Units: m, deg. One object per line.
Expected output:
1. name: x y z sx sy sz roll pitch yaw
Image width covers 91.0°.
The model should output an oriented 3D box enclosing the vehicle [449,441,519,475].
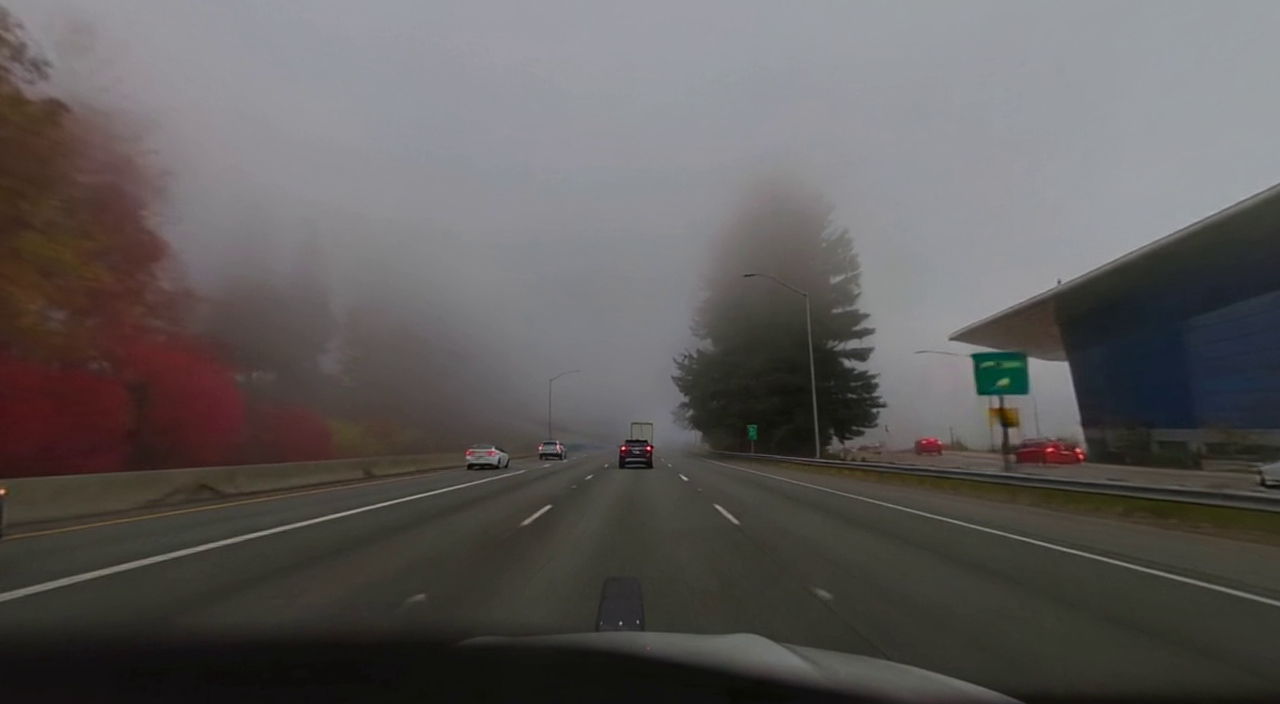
1. vehicle: -7.314 5.004 30.019 2.074 1.495 4.643 0 -9 1

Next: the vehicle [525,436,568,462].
1. vehicle: -7.192 7.609 49.340 2.328 1.927 5.880 0 -9 1

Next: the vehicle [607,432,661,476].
1. vehicle: -0.241 4.651 28.916 2.245 1.863 4.801 0 -9 0

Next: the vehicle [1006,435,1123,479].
1. vehicle: 17.683 4.383 26.567 2.019 1.657 4.582 -1 -9 5

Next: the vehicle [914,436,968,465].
1. vehicle: 20.327 6.651 42.760 2.242 1.835 4.667 -2 -9 12
